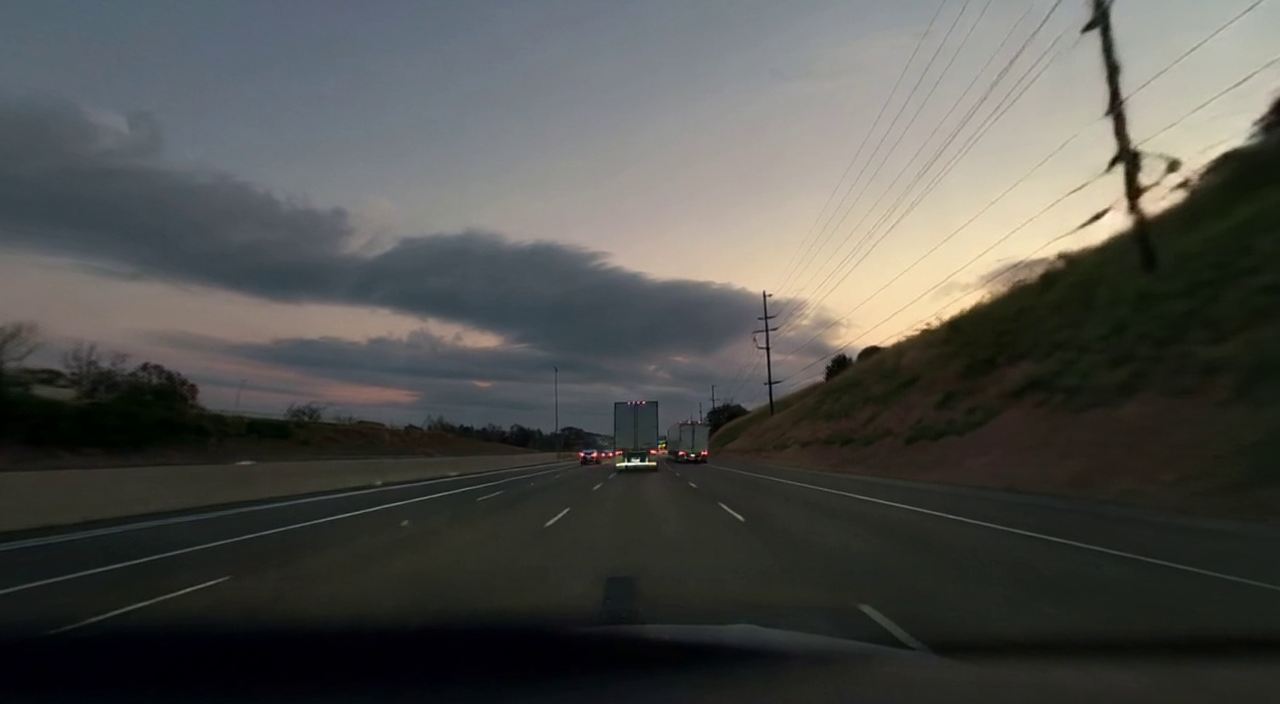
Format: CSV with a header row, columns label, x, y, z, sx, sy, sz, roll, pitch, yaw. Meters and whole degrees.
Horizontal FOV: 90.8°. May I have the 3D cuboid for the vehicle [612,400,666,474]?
label,x,y,z,sx,sy,sz,roll,pitch,yaw
vehicle,-0.063,5.524,40.340,2.985,4.025,10.982,0,-9,0
